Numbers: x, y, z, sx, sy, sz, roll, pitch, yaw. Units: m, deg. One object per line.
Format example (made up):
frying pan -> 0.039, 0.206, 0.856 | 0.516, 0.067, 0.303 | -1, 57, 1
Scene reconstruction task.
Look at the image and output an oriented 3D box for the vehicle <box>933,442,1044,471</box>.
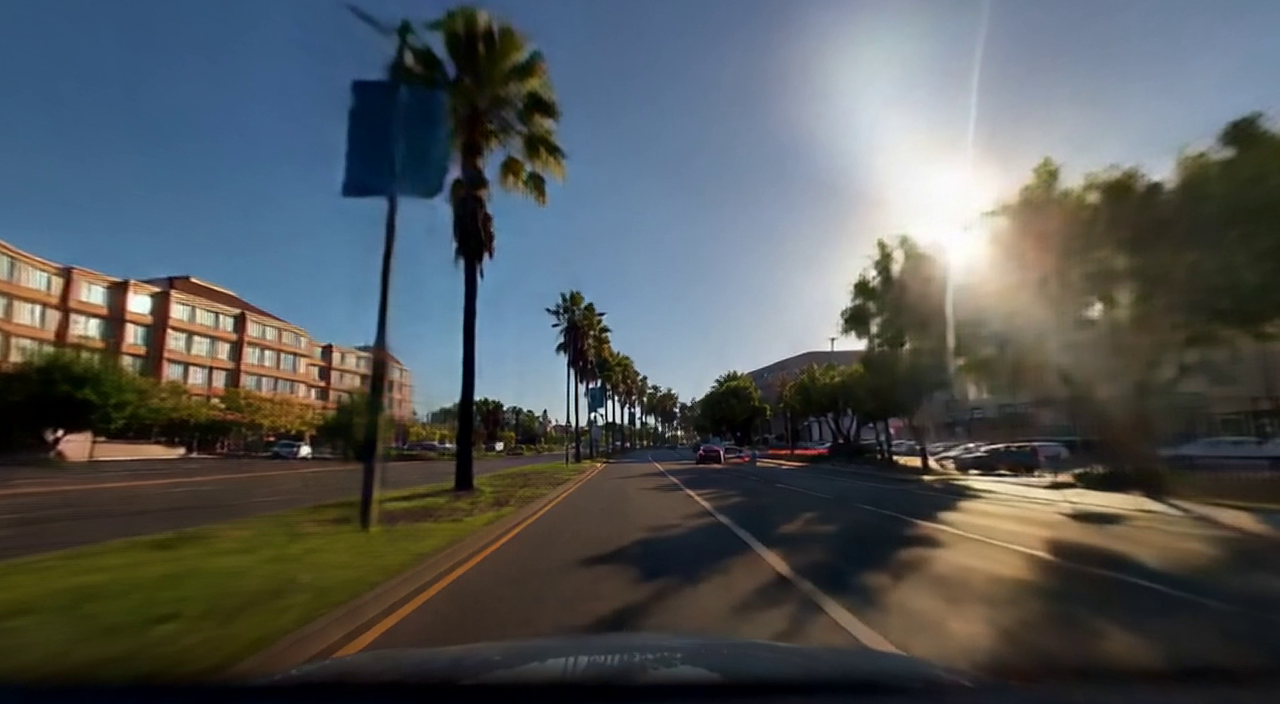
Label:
vehicle -> 17.724, 5.322, 32.147 | 4.526, 1.429, 1.815 | 0, -8, 2
